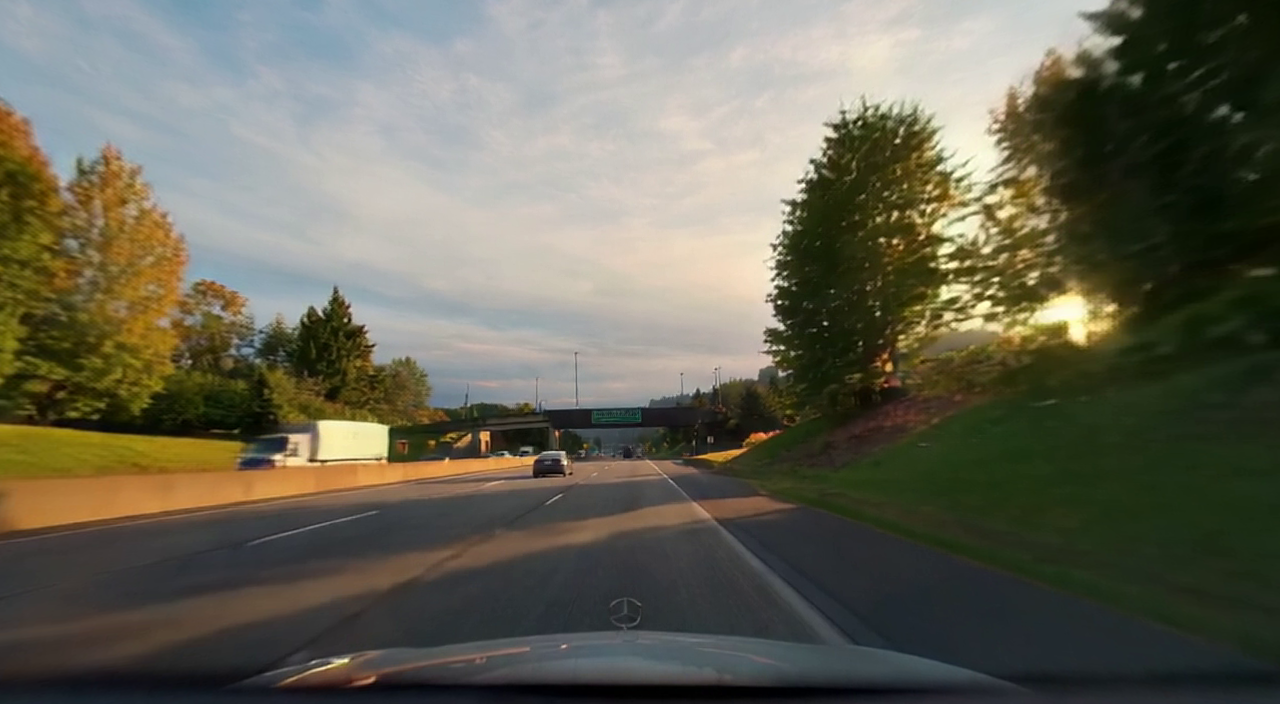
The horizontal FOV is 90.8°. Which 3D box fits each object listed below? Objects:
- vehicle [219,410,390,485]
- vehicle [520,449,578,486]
[{"bbox_3d":[-20.300,6.107,40.132,2.907,3.842,14.891,0,-9,-1],"label":"vehicle"},{"bbox_3d":[-4.013,5.175,28.551,1.992,1.504,4.117,0,-9,1],"label":"vehicle"}]
